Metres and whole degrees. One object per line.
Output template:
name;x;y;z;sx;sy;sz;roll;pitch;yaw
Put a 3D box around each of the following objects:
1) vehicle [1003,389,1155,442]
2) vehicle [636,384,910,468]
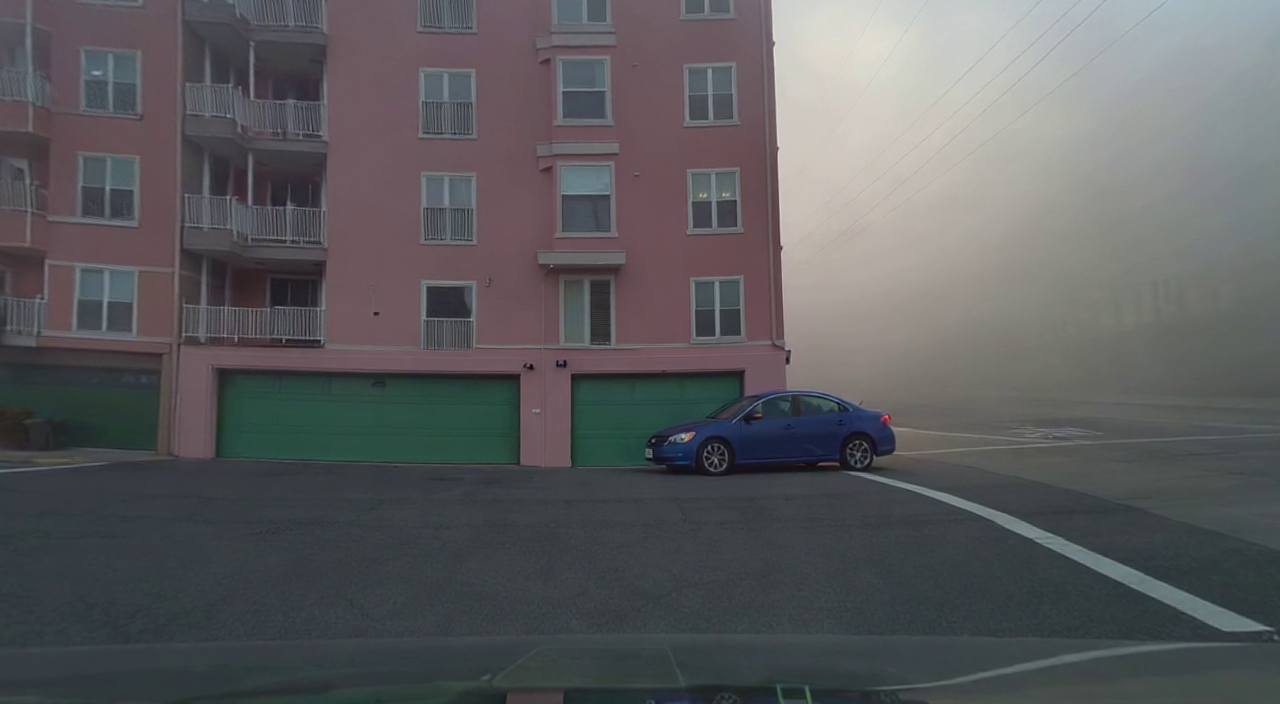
vehicle;15.756;2.320;22.802;3.905;1.475;2.057;-5;-7;-4
vehicle;2.293;1.413;11.838;4.697;1.444;1.825;0;-8;-1
